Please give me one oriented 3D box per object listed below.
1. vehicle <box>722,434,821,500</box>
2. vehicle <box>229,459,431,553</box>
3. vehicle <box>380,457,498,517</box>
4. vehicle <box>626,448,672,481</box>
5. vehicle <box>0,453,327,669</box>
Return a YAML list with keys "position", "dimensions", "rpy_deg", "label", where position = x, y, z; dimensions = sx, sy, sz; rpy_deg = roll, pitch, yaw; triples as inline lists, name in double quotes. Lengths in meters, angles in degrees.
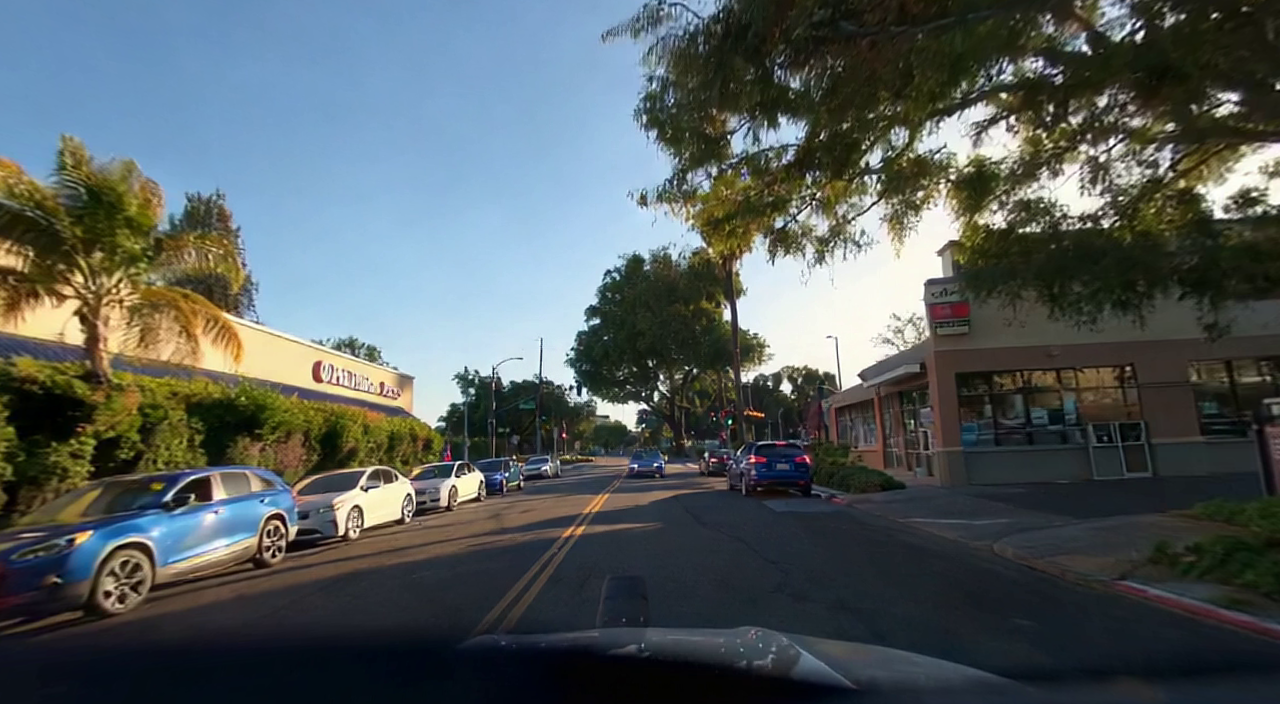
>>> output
- position: [3.946, 3.546, 19.903]
  dimensions: [2.099, 1.786, 5.198]
  rpy_deg: [0, -8, 1]
  label: "vehicle"
- position: [-6.079, 3.031, 13.067]
  dimensions: [1.810, 1.489, 4.336]
  rpy_deg: [-1, -8, 3]
  label: "vehicle"
- position: [-5.844, 3.952, 19.006]
  dimensions: [1.874, 1.472, 4.668]
  rpy_deg: [-1, -8, 2]
  label: "vehicle"
- position: [0.393, 5.275, 29.913]
  dimensions: [2.060, 1.452, 4.078]
  rpy_deg: [0, -8, 0]
  label: "vehicle"
- position: [-6.074, 2.273, 7.649]
  dimensions: [2.186, 1.621, 4.795]
  rpy_deg: [-10, -8, -4]
  label: "vehicle"
